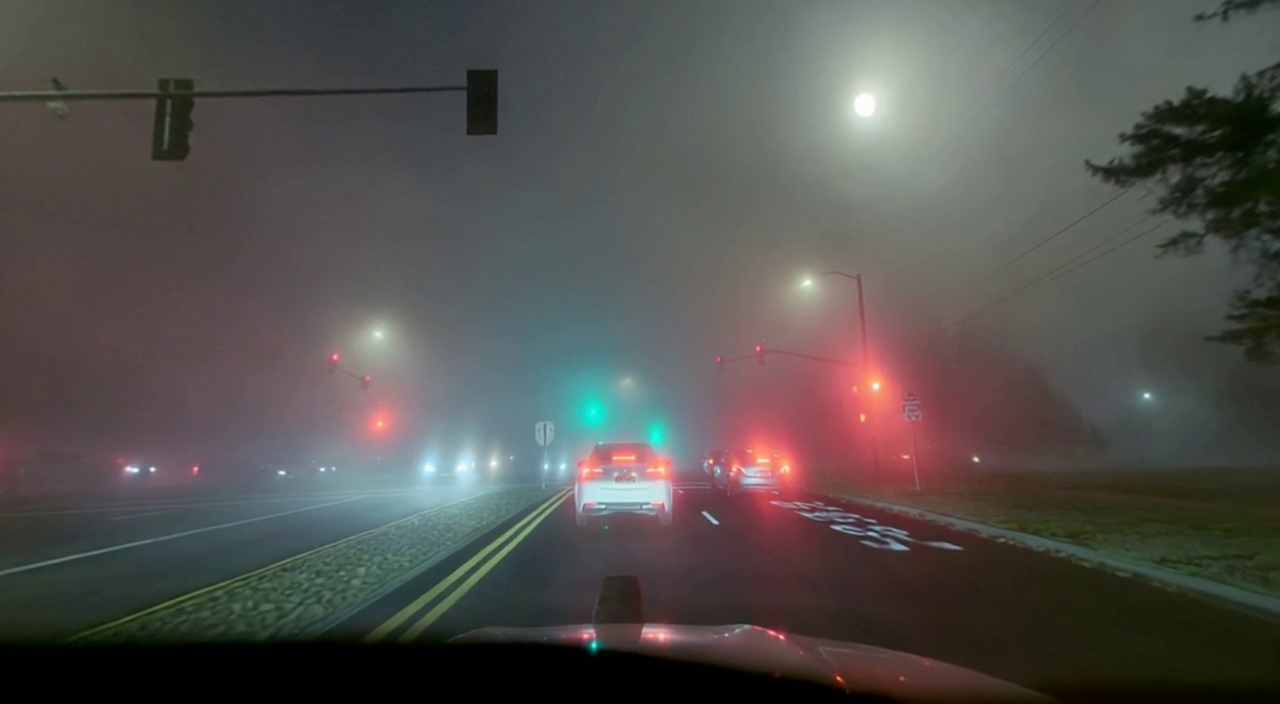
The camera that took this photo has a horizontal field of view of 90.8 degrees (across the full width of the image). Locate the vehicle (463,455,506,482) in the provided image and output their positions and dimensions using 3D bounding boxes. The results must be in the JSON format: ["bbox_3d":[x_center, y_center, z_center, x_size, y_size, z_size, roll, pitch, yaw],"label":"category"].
[{"bbox_3d":[-10.104,7.591,41.390,2.078,1.534,4.646,1,-9,-5],"label":"vehicle"}]

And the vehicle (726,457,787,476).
[{"bbox_3d":[9.090,8.975,49.532,4.254,1.359,1.895,2,-9,-15],"label":"vehicle"}]

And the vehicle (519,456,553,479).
[{"bbox_3d":[-7.408,8.257,45.310,2.077,1.449,4.838,1,-9,-6],"label":"vehicle"}]

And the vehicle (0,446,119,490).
[{"bbox_3d":[-25.745,4.923,26.955,4.877,1.754,1.978,2,-9,-13],"label":"vehicle"}]

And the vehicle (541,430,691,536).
[{"bbox_3d":[-0.367,2.174,11.103,2.112,1.479,4.264,0,-9,-1],"label":"vehicle"}]

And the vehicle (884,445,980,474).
[{"bbox_3d":[15.627,5.715,33.829,4.601,1.485,1.929,3,-9,-21],"label":"vehicle"}]

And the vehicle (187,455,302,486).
[{"bbox_3d":[-20.045,6.023,32.206,4.548,1.449,1.802,2,-9,-13],"label":"vehicle"}]

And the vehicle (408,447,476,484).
[{"bbox_3d":[-8.506,4.890,27.528,2.073,1.459,4.495,1,-9,-8],"label":"vehicle"}]
